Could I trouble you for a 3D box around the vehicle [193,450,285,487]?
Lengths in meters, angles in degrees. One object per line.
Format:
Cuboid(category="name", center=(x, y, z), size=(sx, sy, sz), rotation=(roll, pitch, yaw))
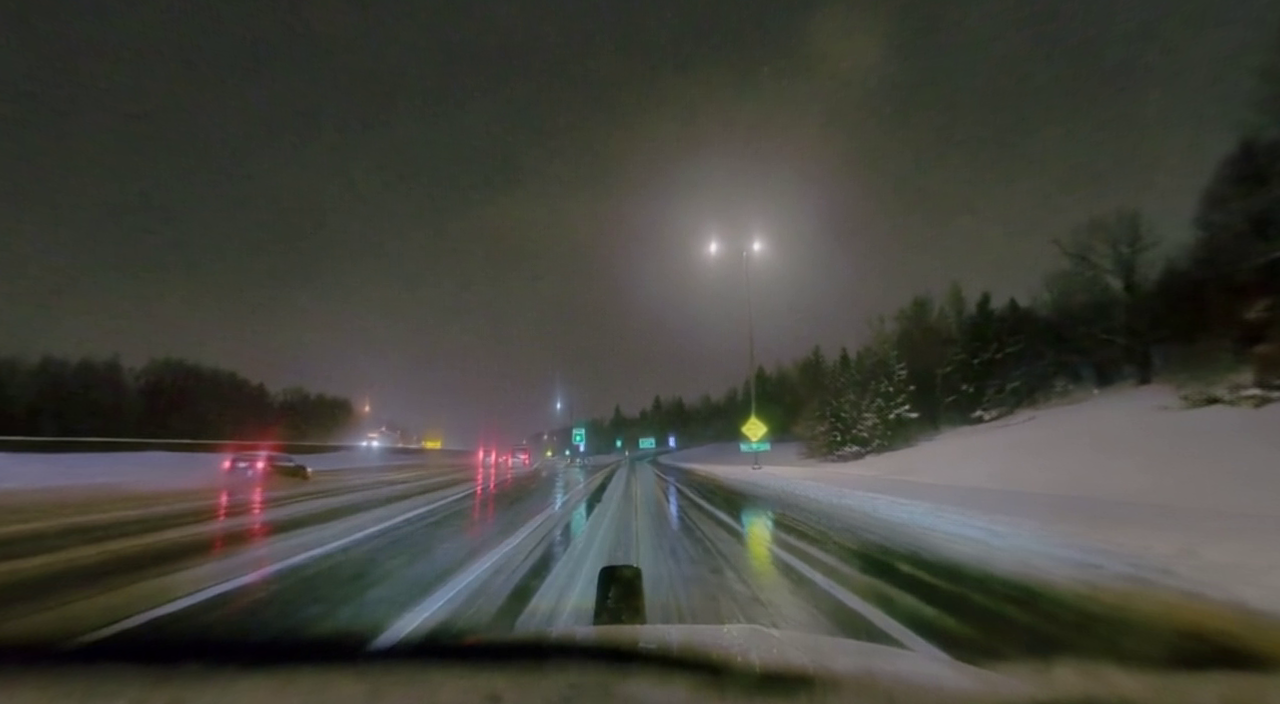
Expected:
Cuboid(category="vehicle", center=(-20.112, 5.866, 31.817), size=(2.093, 1.735, 4.285), rotation=(1, -10, -5))
